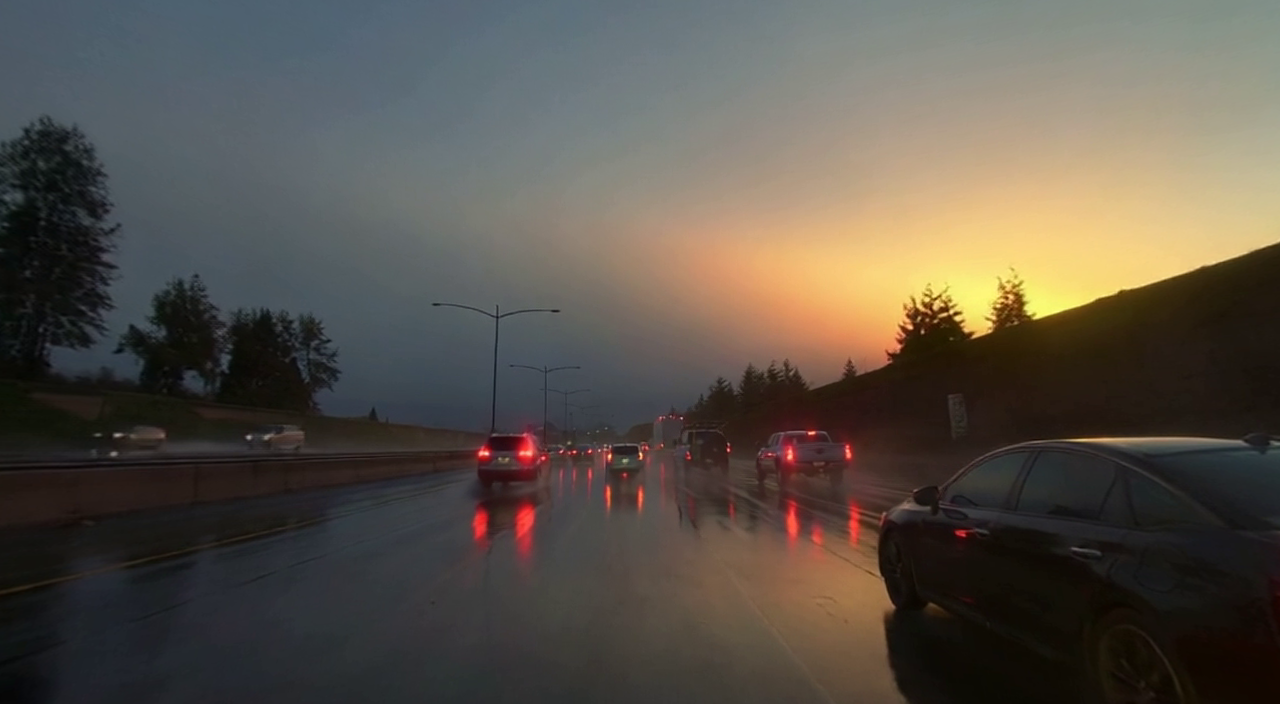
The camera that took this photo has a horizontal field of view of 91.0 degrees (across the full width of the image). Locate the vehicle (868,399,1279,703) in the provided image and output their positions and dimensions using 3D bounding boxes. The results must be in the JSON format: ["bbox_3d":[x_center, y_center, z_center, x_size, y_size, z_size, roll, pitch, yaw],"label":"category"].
[{"bbox_3d":[3.051,1.115,3.340,2.031,1.504,4.327,0,-9,0],"label":"vehicle"}]

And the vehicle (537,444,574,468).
[{"bbox_3d":[-5.315,6.586,40.038,1.907,1.484,3.954,0,-9,-1],"label":"vehicle"}]

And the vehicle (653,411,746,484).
[{"bbox_3d":[2.830,5.212,34.729,3.426,3.279,12.313,0,-8,-2],"label":"vehicle"}]

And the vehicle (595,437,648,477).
[{"bbox_3d":[-0.834,4.767,28.743,2.235,1.682,4.094,0,-9,-1],"label":"vehicle"}]

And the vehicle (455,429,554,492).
[{"bbox_3d":[-4.245,3.501,20.633,2.176,1.783,4.799,0,-9,-1],"label":"vehicle"}]

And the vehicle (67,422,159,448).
[{"bbox_3d":[-32.554,5.202,39.071,1.831,1.496,4.541,0,-9,-1],"label":"vehicle"}]
